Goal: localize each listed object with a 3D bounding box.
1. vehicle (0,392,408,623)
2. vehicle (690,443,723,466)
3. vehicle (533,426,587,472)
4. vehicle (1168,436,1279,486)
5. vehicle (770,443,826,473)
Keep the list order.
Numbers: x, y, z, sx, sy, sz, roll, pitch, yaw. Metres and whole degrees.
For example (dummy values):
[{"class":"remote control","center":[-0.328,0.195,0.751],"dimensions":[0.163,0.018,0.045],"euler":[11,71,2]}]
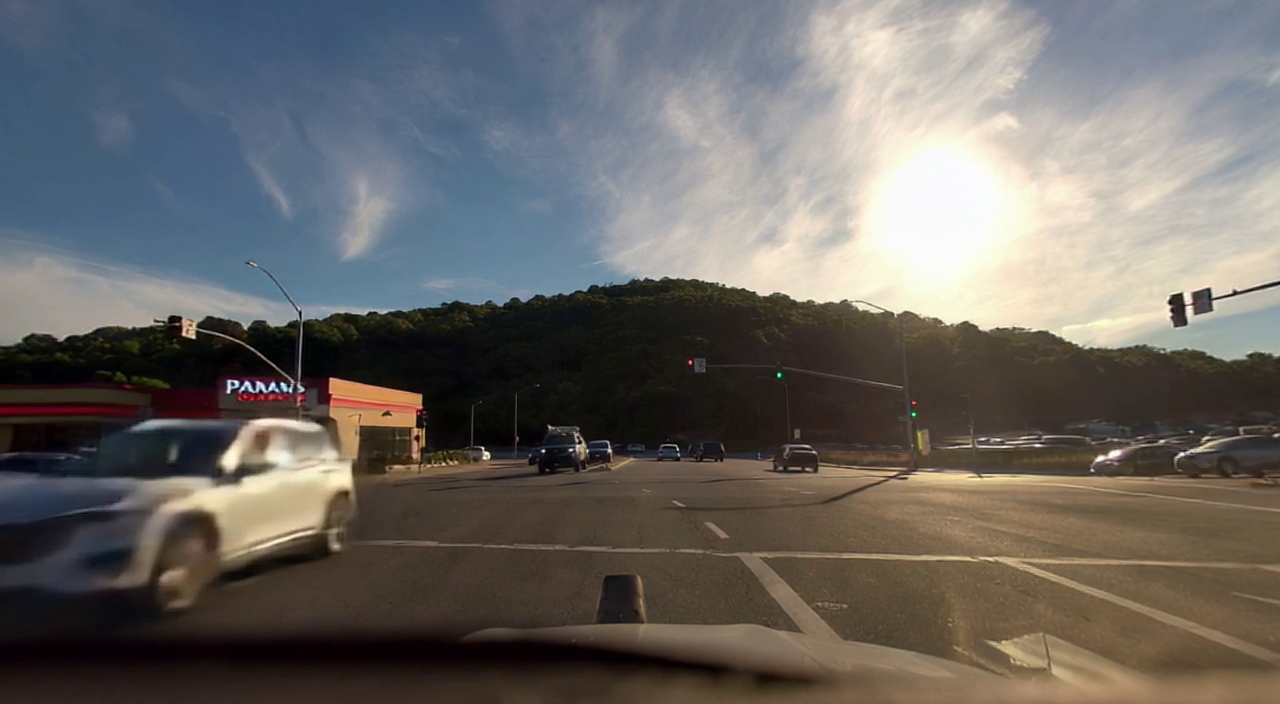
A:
[{"class":"vehicle","center":[-4.660,1.528,7.195],"dimensions":[2.199,1.745,4.669],"euler":[0,-8,0]},{"class":"vehicle","center":[5.099,7.932,48.865],"dimensions":[1.855,1.622,4.167],"euler":[1,-9,-4]},{"class":"vehicle","center":[-4.274,5.290,34.376],"dimensions":[2.196,2.264,5.206],"euler":[0,-8,1]},{"class":"vehicle","center":[25.042,4.467,26.072],"dimensions":[4.546,1.944,2.051],"euler":[1,-9,-5]},{"class":"vehicle","center":[8.918,5.993,35.875],"dimensions":[1.911,1.594,4.378],"euler":[0,-9,-2]}]
